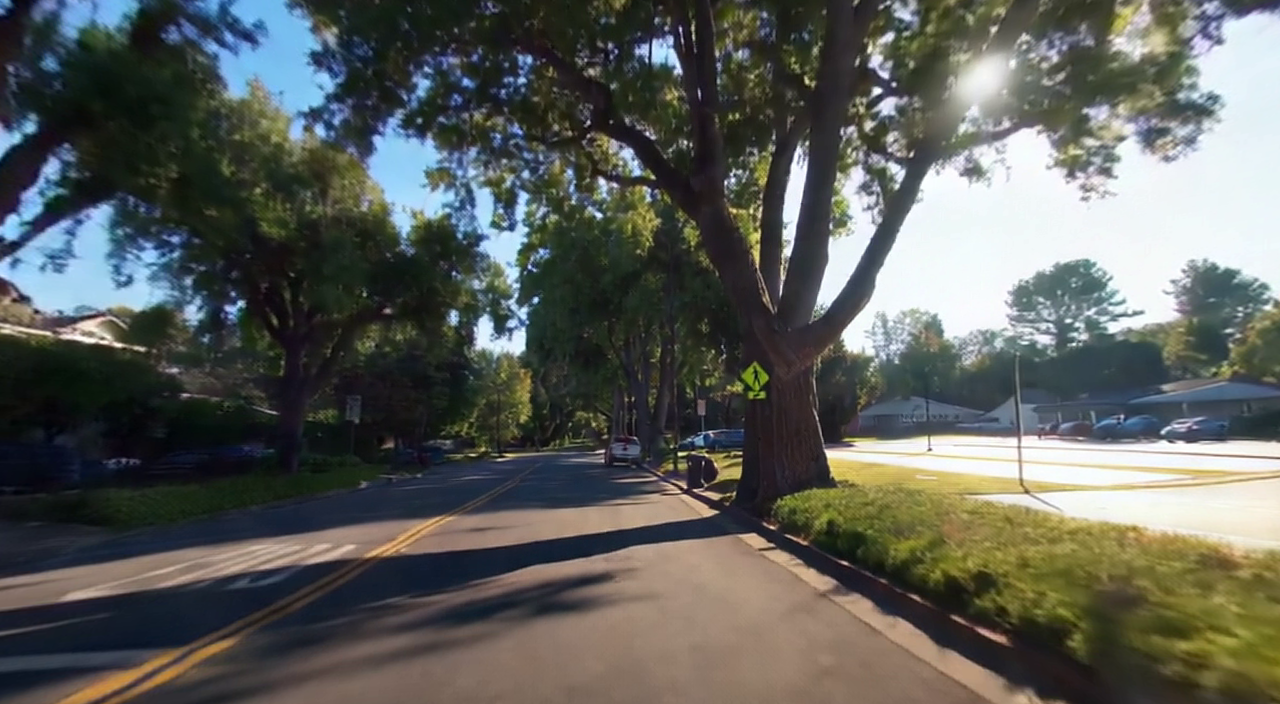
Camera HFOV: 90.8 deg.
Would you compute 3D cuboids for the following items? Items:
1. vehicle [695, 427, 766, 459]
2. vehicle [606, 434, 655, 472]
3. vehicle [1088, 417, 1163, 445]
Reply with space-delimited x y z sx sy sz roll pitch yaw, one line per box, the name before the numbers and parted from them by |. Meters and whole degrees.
vehicle | 5.996 5.970 41.680 4.390 1.696 1.954 1 -7 -35
vehicle | -0.570 5.120 32.285 2.204 1.776 4.262 1 -8 -5
vehicle | 30.545 4.988 39.716 4.481 1.634 1.973 4 -10 -29
